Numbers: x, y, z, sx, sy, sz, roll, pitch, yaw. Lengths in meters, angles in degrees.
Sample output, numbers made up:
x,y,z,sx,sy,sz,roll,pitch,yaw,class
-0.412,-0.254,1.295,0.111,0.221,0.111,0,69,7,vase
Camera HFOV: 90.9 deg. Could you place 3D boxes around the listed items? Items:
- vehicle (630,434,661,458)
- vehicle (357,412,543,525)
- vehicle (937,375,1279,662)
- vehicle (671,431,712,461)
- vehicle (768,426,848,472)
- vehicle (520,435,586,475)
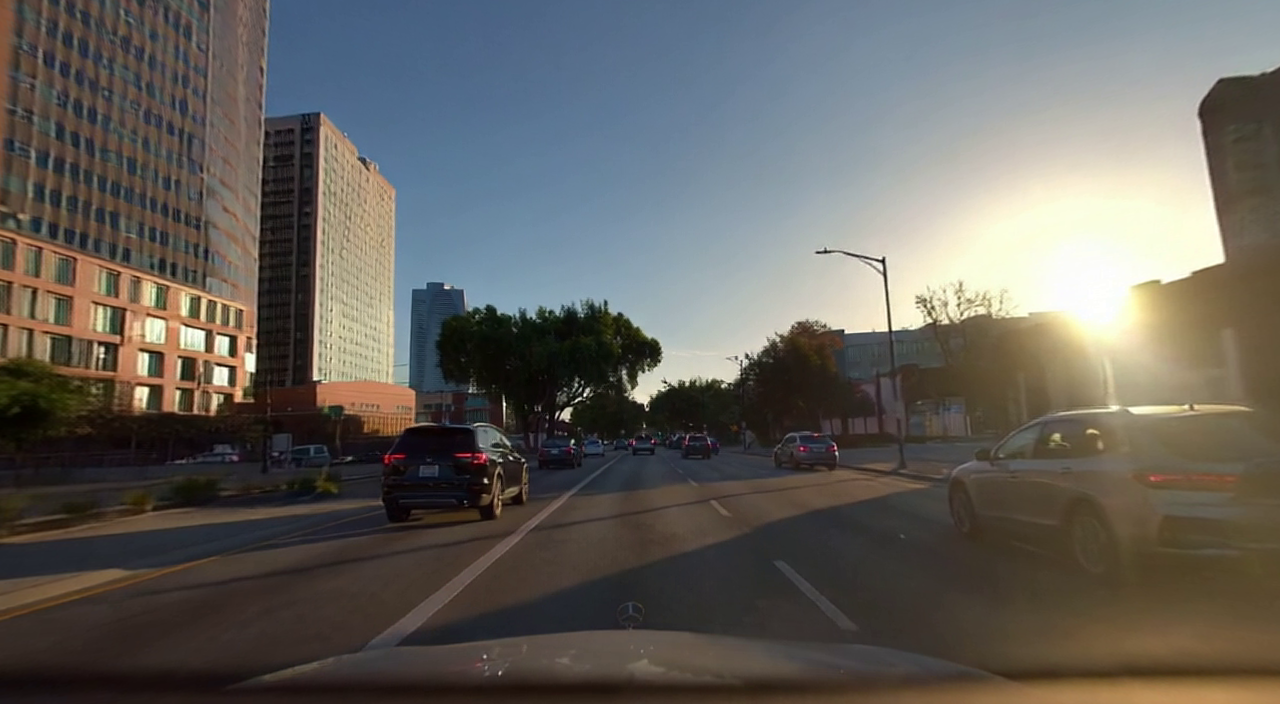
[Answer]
x,y,z,sx,sy,sz,roll,pitch,yaw,class
0.430,7.379,49.522,2.304,1.795,4.526,0,-9,0,vehicle
-3.267,2.127,11.953,2.141,1.719,4.379,0,-9,0,vehicle
4.789,1.289,5.925,2.088,1.666,4.512,-1,-9,5,vehicle
3.307,6.207,41.582,2.178,1.804,4.766,0,-9,-1,vehicle
7.011,4.118,26.829,2.076,1.793,4.464,0,-9,-1,vehicle
-3.440,4.187,25.728,2.036,1.465,4.301,0,-9,1,vehicle
